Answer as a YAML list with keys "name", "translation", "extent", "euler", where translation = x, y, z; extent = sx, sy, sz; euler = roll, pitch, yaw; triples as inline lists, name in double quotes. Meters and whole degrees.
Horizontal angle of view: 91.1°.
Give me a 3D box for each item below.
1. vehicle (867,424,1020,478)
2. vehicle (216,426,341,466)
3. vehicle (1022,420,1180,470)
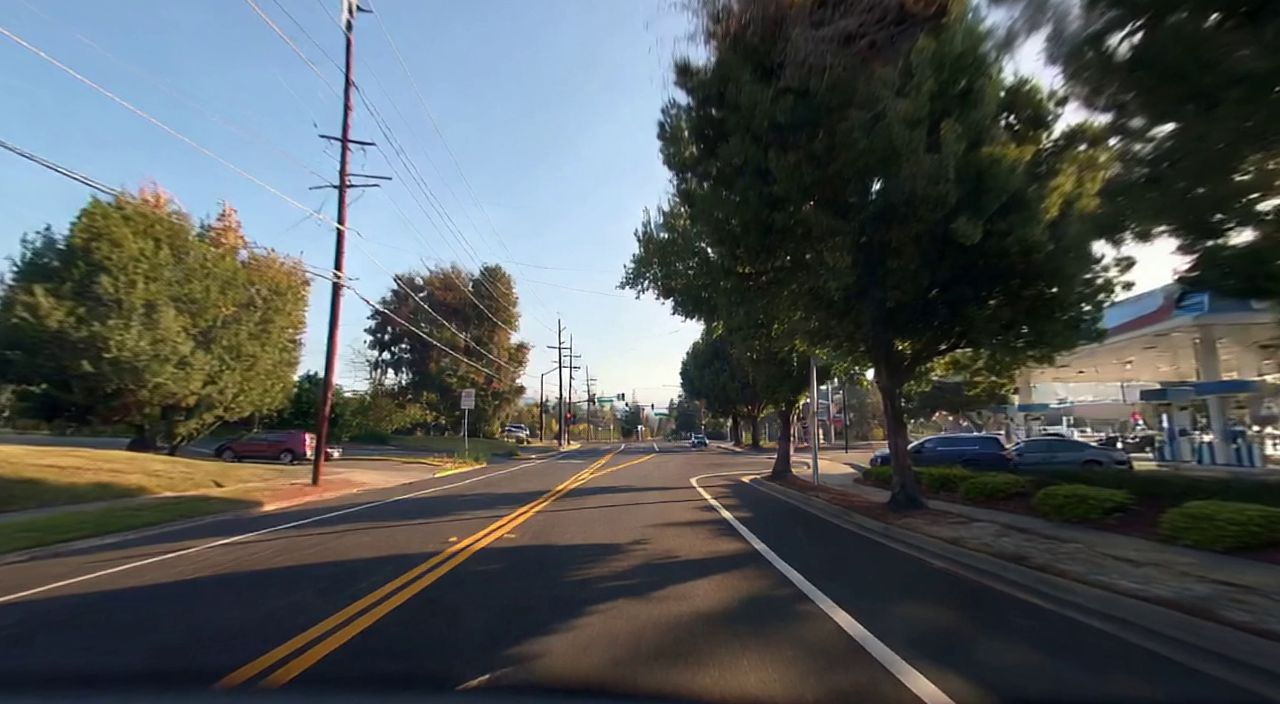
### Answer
- name: "vehicle"
  translation: [10.908, 3.614, 23.012]
  extent: [4.736, 1.816, 1.999]
  euler: [-3, -9, 17]
- name: "vehicle"
  translation: [-14.894, 3.924, 26.260]
  extent: [2.009, 1.526, 4.730]
  euler: [-1, -8, 6]
- name: "vehicle"
  translation: [16.551, 3.374, 22.740]
  extent: [4.102, 1.683, 1.879]
  euler: [-1, -10, 5]
